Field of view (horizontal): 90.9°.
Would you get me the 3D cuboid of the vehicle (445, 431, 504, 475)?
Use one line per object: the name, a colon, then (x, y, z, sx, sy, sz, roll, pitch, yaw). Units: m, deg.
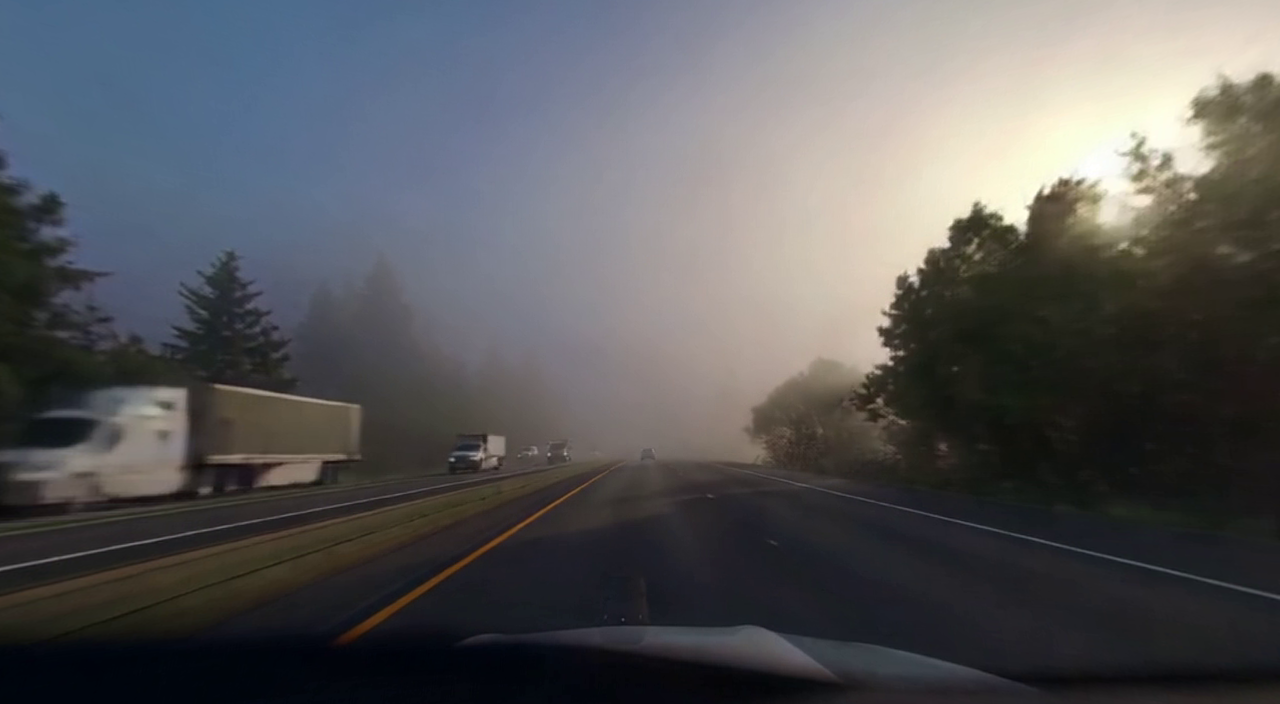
vehicle: (-12.309, 7.567, 47.459, 2.459, 3.018, 6.687, 0, -9, 1)

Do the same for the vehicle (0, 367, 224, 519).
vehicle: (-16.773, 2.873, 19.853, 2.761, 3.994, 6.240, 0, -9, 1)
